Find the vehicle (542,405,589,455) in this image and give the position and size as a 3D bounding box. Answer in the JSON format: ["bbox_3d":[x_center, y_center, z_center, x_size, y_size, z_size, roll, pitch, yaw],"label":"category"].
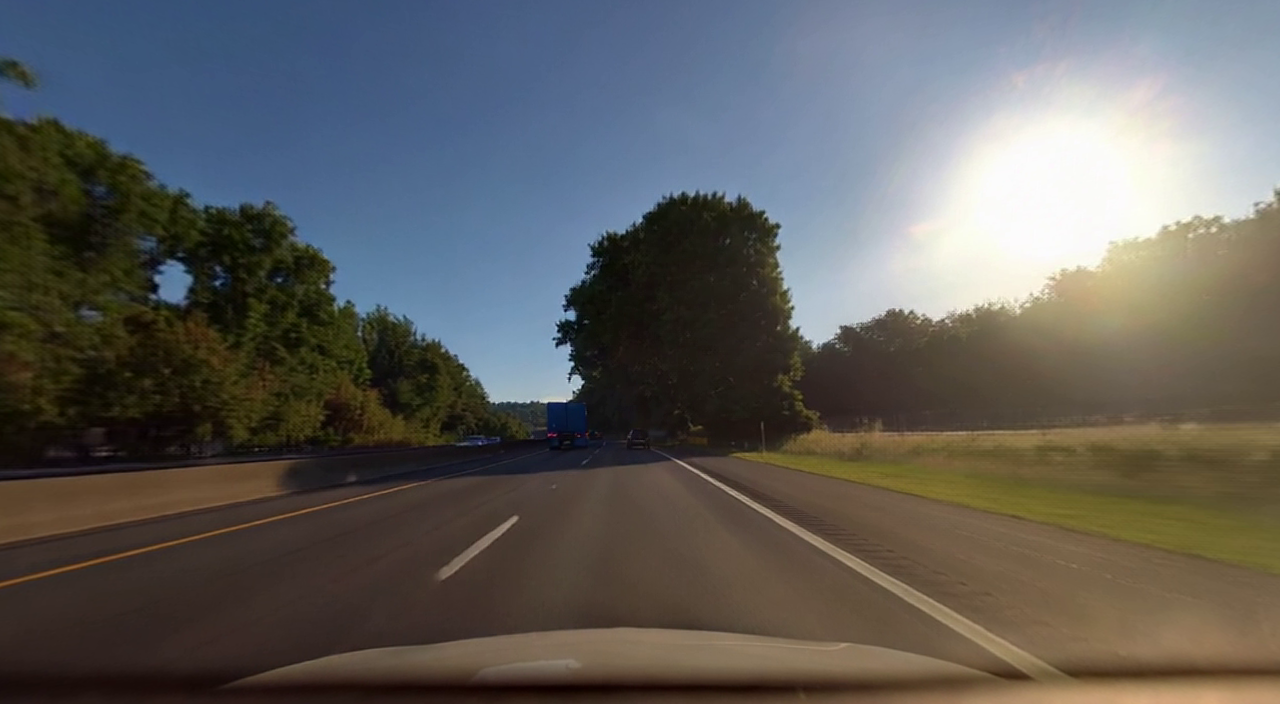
[{"bbox_3d":[-4.853,5.269,42.232,2.450,3.098,6.965,0,-8,-1],"label":"vehicle"}]

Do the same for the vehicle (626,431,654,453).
[{"bbox_3d":[-0.049,6.576,46.054,1.988,1.472,3.716,0,-8,-1],"label":"vehicle"}]
